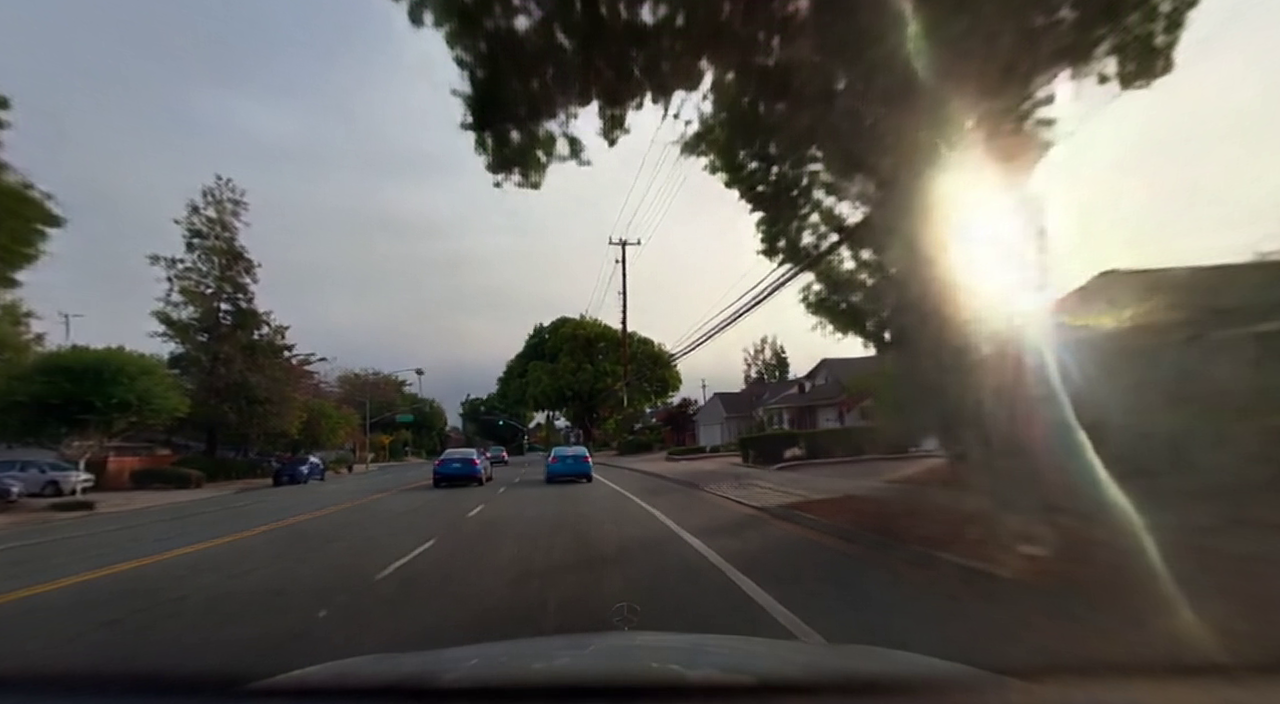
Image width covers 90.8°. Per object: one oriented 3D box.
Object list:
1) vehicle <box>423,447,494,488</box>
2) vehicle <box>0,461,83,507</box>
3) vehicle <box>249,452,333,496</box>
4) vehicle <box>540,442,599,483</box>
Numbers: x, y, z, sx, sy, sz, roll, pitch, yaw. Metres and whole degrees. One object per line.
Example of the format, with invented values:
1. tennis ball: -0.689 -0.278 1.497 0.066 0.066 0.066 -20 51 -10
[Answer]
1. vehicle: -6.793 4.333 24.069 1.913 1.425 4.235 1 -9 -7
2. vehicle: -23.997 5.045 23.892 3.916 1.509 1.804 -2 -8 -13
3. vehicle: -18.820 6.538 34.415 2.094 2.000 5.603 2 -7 -8
4. vehicle: -2.921 4.432 25.693 2.168 1.504 4.284 1 -9 -8
